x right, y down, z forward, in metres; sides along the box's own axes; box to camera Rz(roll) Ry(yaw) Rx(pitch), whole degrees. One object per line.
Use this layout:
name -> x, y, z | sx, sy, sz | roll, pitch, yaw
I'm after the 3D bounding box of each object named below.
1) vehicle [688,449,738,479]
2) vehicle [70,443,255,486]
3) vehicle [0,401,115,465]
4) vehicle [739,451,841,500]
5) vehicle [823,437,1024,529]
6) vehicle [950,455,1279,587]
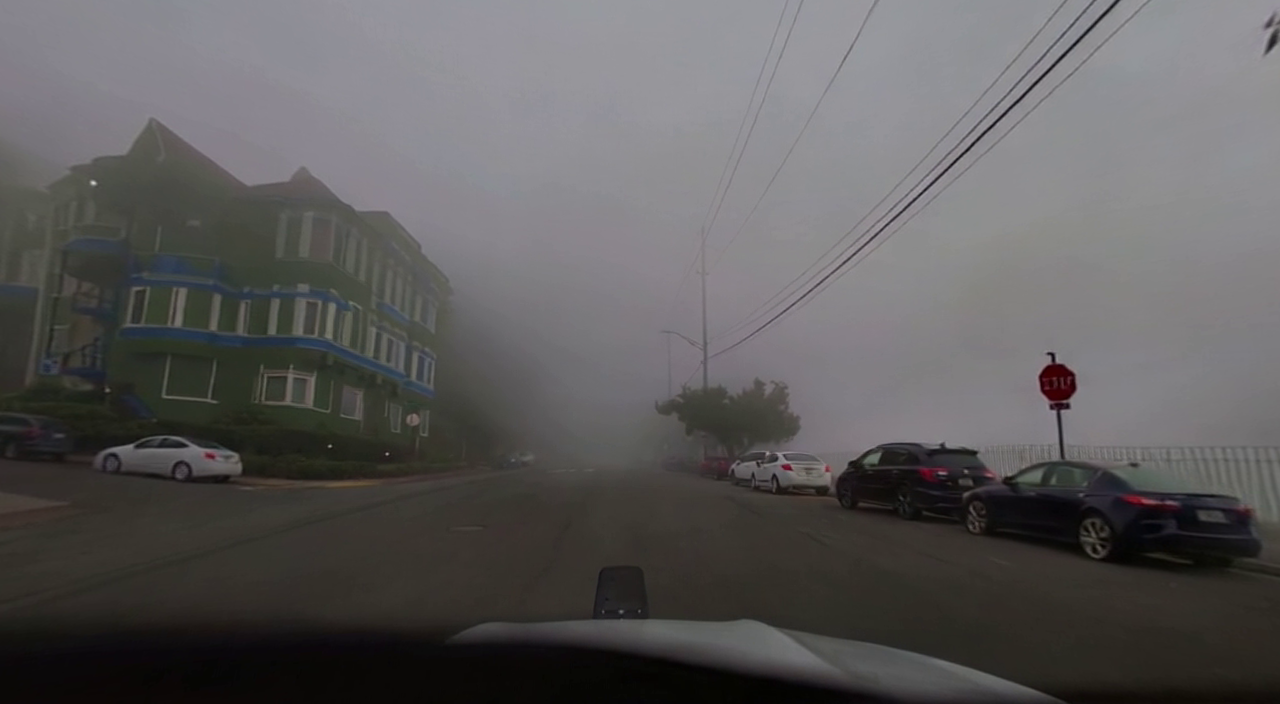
vehicle -> 4.017, 6.278, 35.668 | 1.901, 1.495, 4.340 | 0, -9, -6
vehicle -> -16.180, 3.804, 21.695 | 4.603, 1.335, 1.889 | 2, -9, -14
vehicle -> -21.307, 2.757, 22.010 | 4.598, 1.645, 2.019 | 6, -7, 13
vehicle -> 5.302, 4.425, 23.140 | 2.122, 1.554, 4.777 | 1, -9, -6
vehicle -> 6.159, 2.867, 14.554 | 1.917, 1.704, 4.840 | 1, -9, -7
vehicle -> 6.593, 2.218, 9.151 | 1.900, 1.368, 4.176 | 0, -8, -3
